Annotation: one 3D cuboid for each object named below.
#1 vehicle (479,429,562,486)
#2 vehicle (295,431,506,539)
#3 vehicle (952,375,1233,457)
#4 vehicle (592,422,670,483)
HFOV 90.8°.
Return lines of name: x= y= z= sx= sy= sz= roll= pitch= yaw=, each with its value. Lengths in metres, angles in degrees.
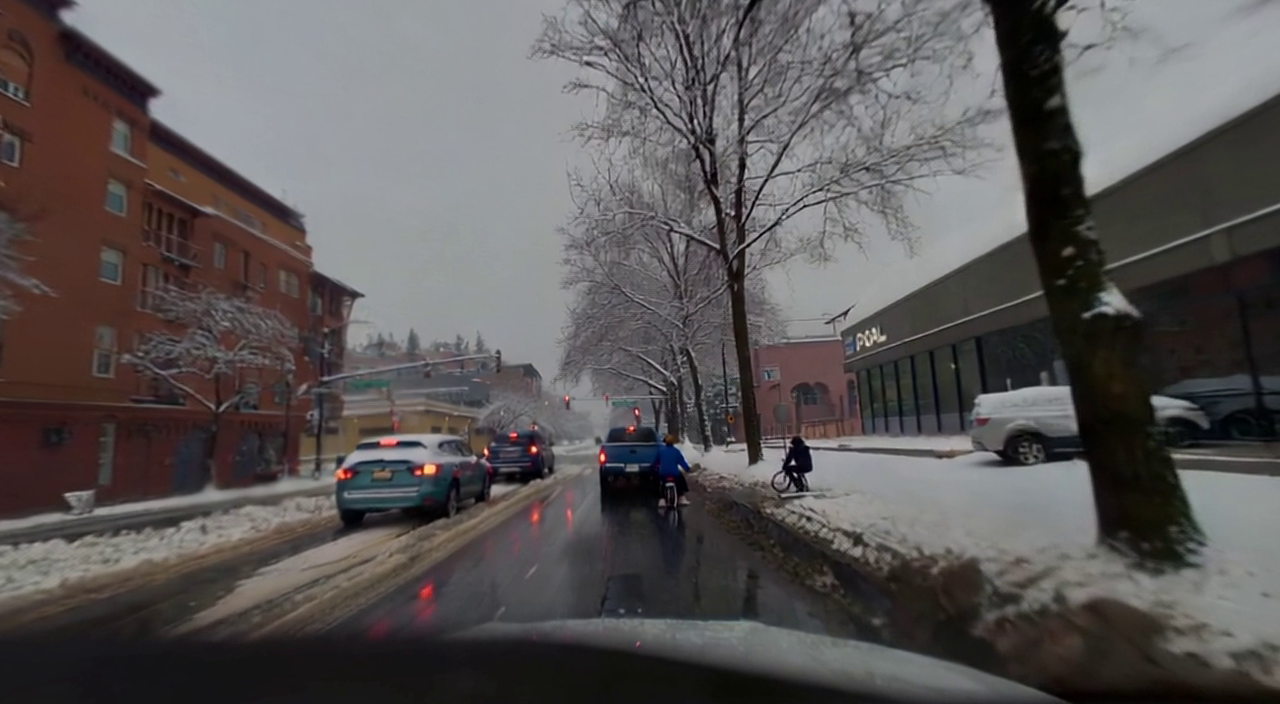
vehicle: x=-3.972 y=3.603 z=21.867 sx=2.046 sy=1.750 sz=4.452 roll=0 pitch=-9 yaw=-1
vehicle: x=-3.770 y=2.164 z=10.897 sx=2.064 sy=1.486 sz=4.140 roll=0 pitch=-9 yaw=-1
vehicle: x=8.692 y=1.302 z=12.341 sx=4.159 sy=1.416 sz=2.049 roll=1 pitch=-9 yaw=-11
vehicle: x=-0.349 y=3.507 z=22.185 sx=2.426 sy=1.882 sz=5.027 roll=0 pitch=-9 yaw=-2
